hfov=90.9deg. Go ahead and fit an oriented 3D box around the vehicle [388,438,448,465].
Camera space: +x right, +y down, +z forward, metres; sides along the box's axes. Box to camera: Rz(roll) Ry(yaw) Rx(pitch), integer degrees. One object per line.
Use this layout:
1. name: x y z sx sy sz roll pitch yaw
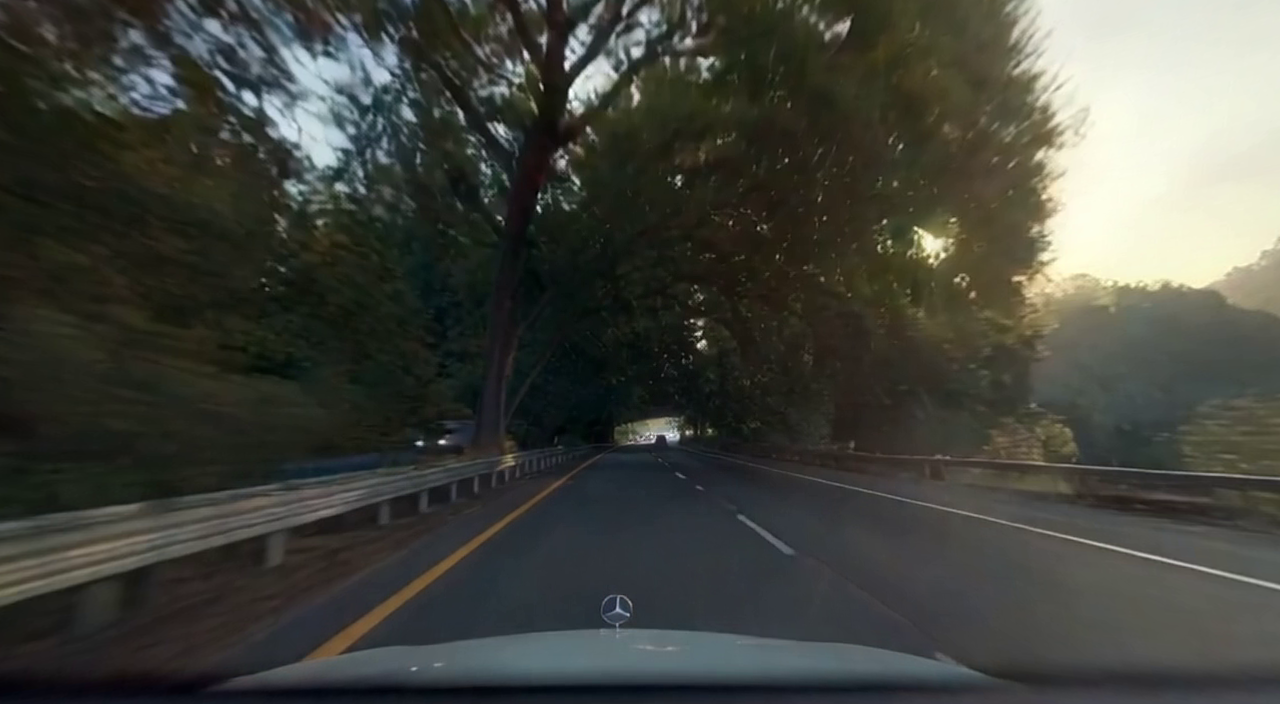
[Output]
1. vehicle: -12.654 5.664 36.213 1.827 1.448 4.398 0 -7 0
